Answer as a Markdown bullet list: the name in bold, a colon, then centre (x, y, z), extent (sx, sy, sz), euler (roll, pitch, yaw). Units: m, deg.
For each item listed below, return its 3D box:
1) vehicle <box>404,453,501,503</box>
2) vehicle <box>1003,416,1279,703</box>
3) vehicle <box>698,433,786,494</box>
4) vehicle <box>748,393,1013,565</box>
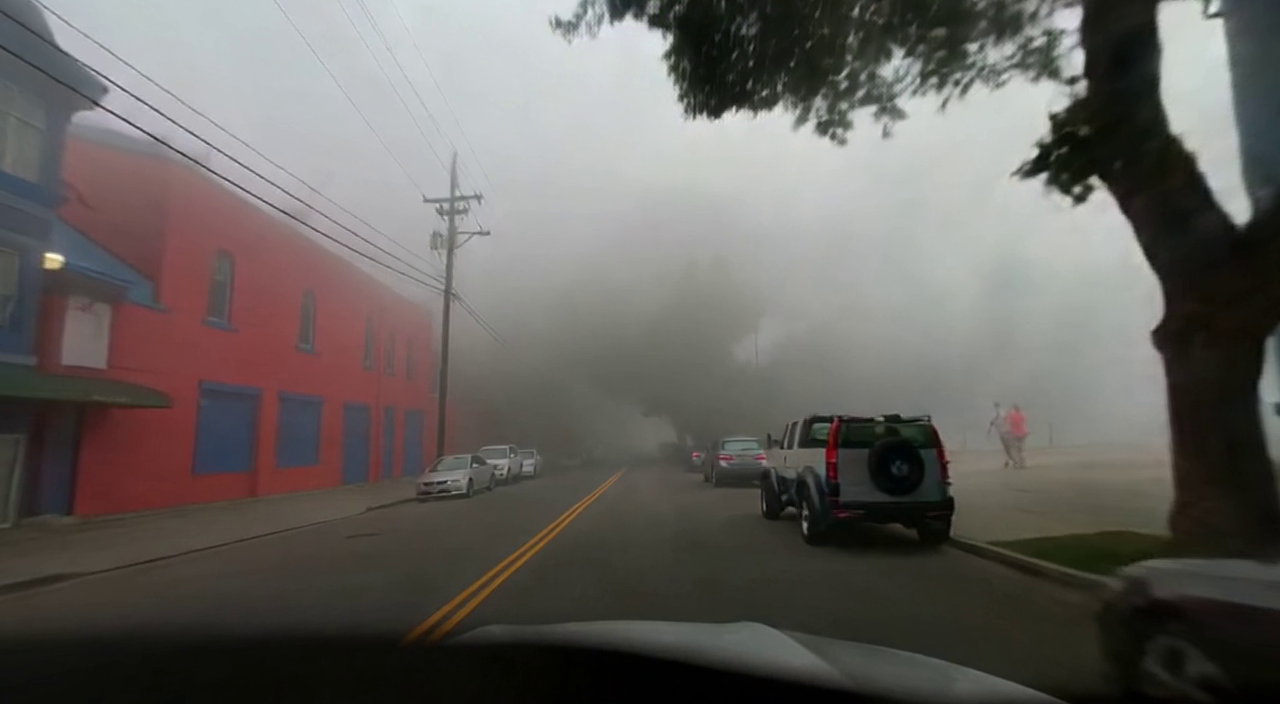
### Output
- **vehicle**: centre (-6.276, 4.255, 21.743), extent (1.844, 1.486, 4.474), euler (-1, -9, 2)
- **vehicle**: centre (3.102, 0.828, 1.285), extent (1.966, 1.471, 4.552), euler (0, -9, -1)
- **vehicle**: centre (3.350, 3.789, 21.789), extent (2.182, 1.824, 4.622), euler (0, -9, -1)
- **vehicle**: centre (3.234, 1.863, 9.913), extent (2.263, 1.996, 4.870), euler (0, -9, 1)
